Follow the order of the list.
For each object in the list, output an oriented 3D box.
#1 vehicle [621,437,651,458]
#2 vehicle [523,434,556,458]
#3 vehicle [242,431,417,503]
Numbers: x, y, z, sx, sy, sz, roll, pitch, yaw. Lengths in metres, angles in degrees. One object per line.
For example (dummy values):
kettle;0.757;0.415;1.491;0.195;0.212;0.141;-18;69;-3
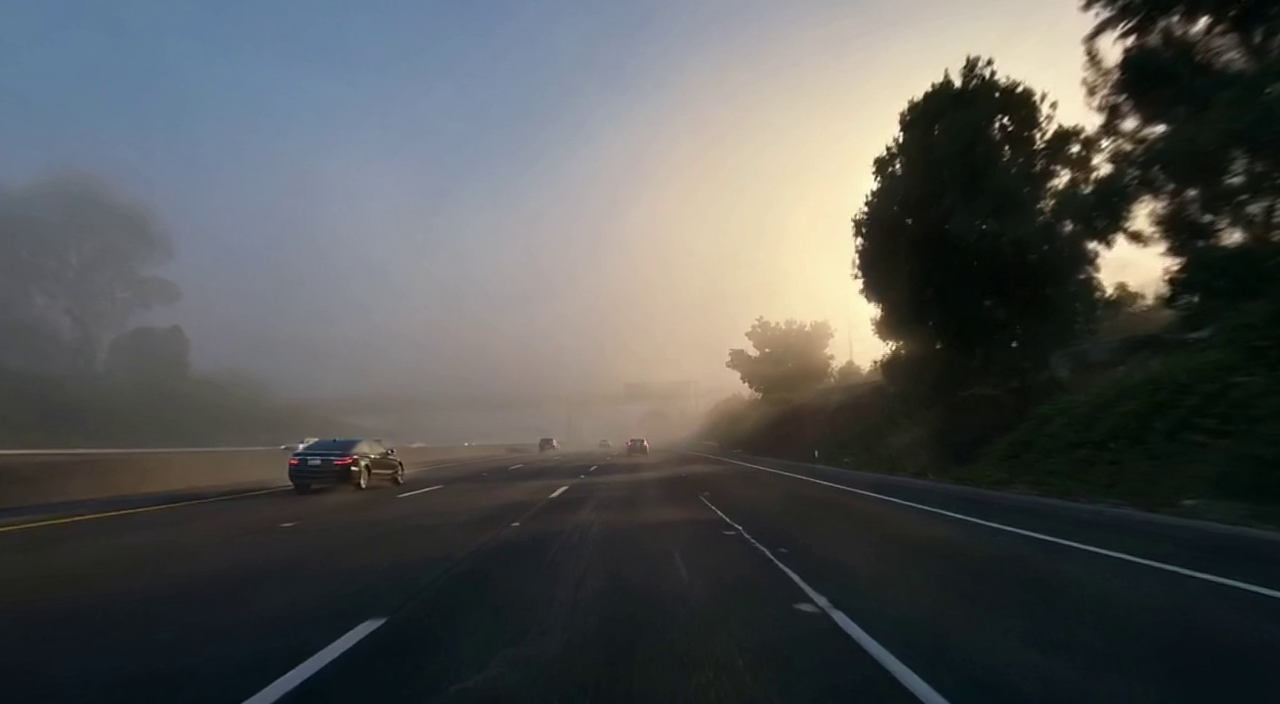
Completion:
vehicle;-0.316;7.114;47.238;2.086;1.472;4.168;0;-8;-1
vehicle;-7.854;7.387;49.816;1.971;1.715;4.329;0;-8;0
vehicle;-7.388;2.768;15.701;1.994;1.487;4.605;0;-8;0
